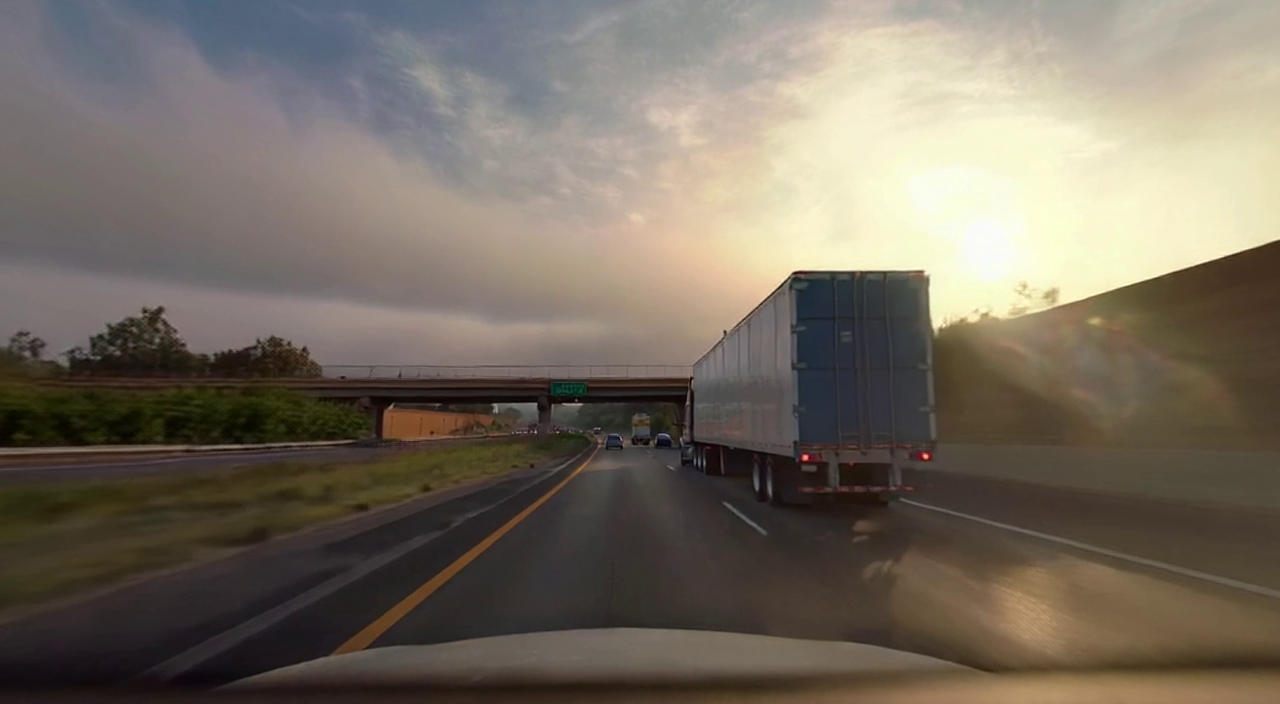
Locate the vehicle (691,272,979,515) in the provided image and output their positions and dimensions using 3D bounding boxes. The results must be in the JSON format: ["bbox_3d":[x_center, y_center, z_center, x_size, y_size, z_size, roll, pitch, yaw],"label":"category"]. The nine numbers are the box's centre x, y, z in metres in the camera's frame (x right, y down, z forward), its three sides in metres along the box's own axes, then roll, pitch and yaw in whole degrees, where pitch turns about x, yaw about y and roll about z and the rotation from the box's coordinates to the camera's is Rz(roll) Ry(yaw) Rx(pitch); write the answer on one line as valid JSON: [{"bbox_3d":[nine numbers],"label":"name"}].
[{"bbox_3d":[3.780,1.552,17.603,2.965,4.033,14.299,0,-7,-2],"label":"vehicle"}]
